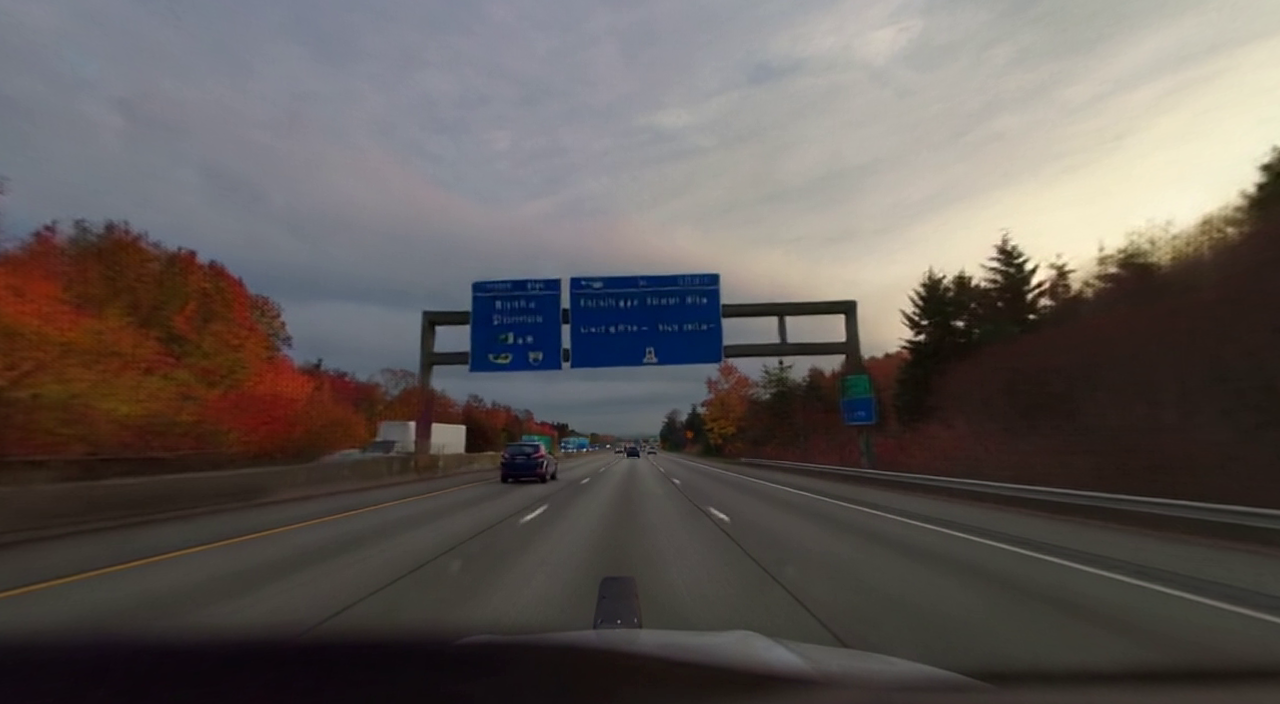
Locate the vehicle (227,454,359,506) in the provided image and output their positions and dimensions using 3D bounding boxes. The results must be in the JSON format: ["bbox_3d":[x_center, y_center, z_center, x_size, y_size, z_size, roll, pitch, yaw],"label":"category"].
[{"bbox_3d":[-11.203,4.124,20.661,1.856,1.463,4.336,0,-9,0],"label":"vehicle"}]

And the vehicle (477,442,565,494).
[{"bbox_3d":[-3.995,3.995,21.967,2.153,1.577,4.707,0,-9,0],"label":"vehicle"}]
